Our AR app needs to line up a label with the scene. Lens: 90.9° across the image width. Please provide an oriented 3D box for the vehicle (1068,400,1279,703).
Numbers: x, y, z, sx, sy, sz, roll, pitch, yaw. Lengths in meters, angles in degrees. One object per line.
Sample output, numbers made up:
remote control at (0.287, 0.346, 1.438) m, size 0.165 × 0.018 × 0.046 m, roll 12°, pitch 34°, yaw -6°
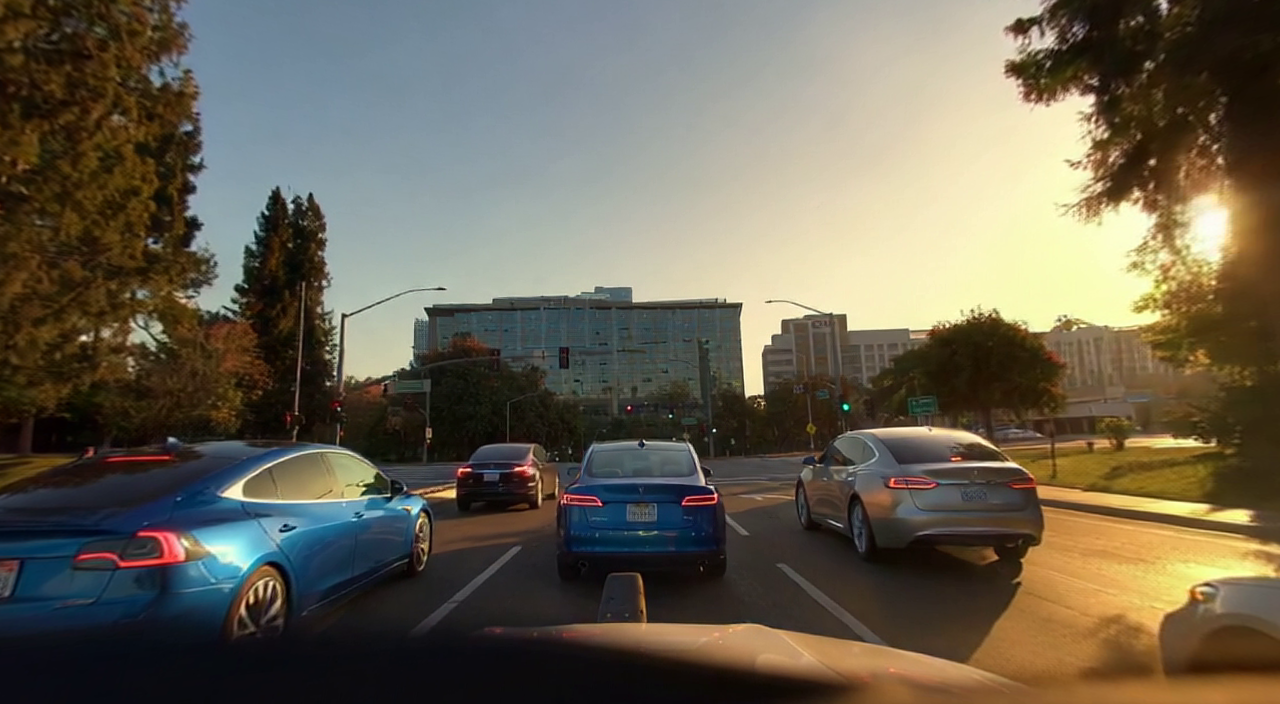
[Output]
vehicle at (3.302, 0.750, 1.033) m, size 1.951 × 1.522 × 4.614 m, roll 0°, pitch -8°, yaw 0°

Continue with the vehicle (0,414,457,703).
vehicle at (-3.082, 1.329, 4.792) m, size 2.015 × 1.478 × 4.407 m, roll 0°, pitch -8°, yaw 0°

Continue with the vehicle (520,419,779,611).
vehicle at (0.051, 1.675, 7.424) m, size 2.144 × 1.563 × 4.218 m, roll 0°, pitch -8°, yaw -1°

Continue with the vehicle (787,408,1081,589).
vehicle at (3.390, 1.738, 8.316) m, size 1.938 × 1.732 × 4.006 m, roll 1°, pitch -8°, yaw 0°
